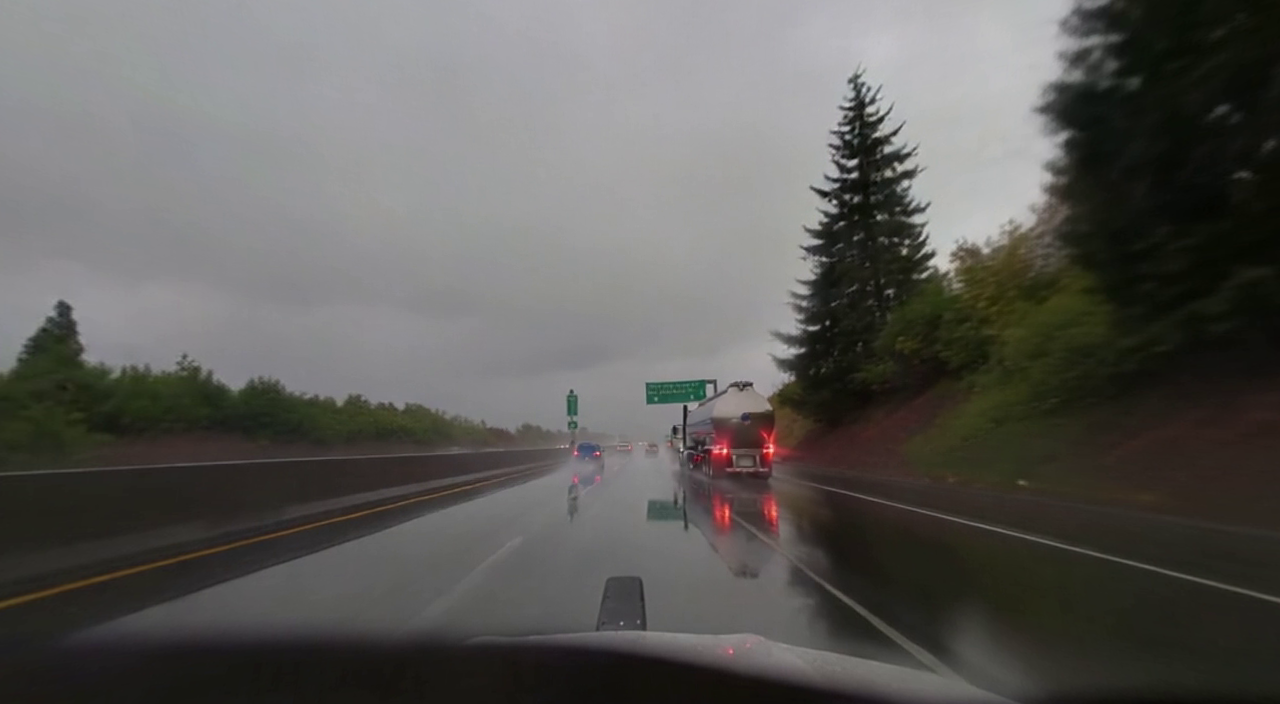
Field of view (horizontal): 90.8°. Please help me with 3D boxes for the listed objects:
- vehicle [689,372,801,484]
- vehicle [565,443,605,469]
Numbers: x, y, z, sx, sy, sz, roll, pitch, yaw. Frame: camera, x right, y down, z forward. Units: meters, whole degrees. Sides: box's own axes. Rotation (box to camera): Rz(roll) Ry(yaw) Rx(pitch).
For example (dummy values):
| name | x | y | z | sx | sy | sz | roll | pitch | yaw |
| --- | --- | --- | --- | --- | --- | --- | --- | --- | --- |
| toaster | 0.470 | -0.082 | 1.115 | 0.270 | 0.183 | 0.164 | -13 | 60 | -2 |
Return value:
| name | x | y | z | sx | sy | sz | roll | pitch | yaw |
| --- | --- | --- | --- | --- | --- | --- | --- | --- | --- |
| vehicle | 3.881 | 3.239 | 25.904 | 2.759 | 3.734 | 9.708 | 0 | -9 | -1 |
| vehicle | -3.306 | 6.308 | 38.508 | 1.986 | 1.458 | 4.506 | 0 | -9 | 1 |
